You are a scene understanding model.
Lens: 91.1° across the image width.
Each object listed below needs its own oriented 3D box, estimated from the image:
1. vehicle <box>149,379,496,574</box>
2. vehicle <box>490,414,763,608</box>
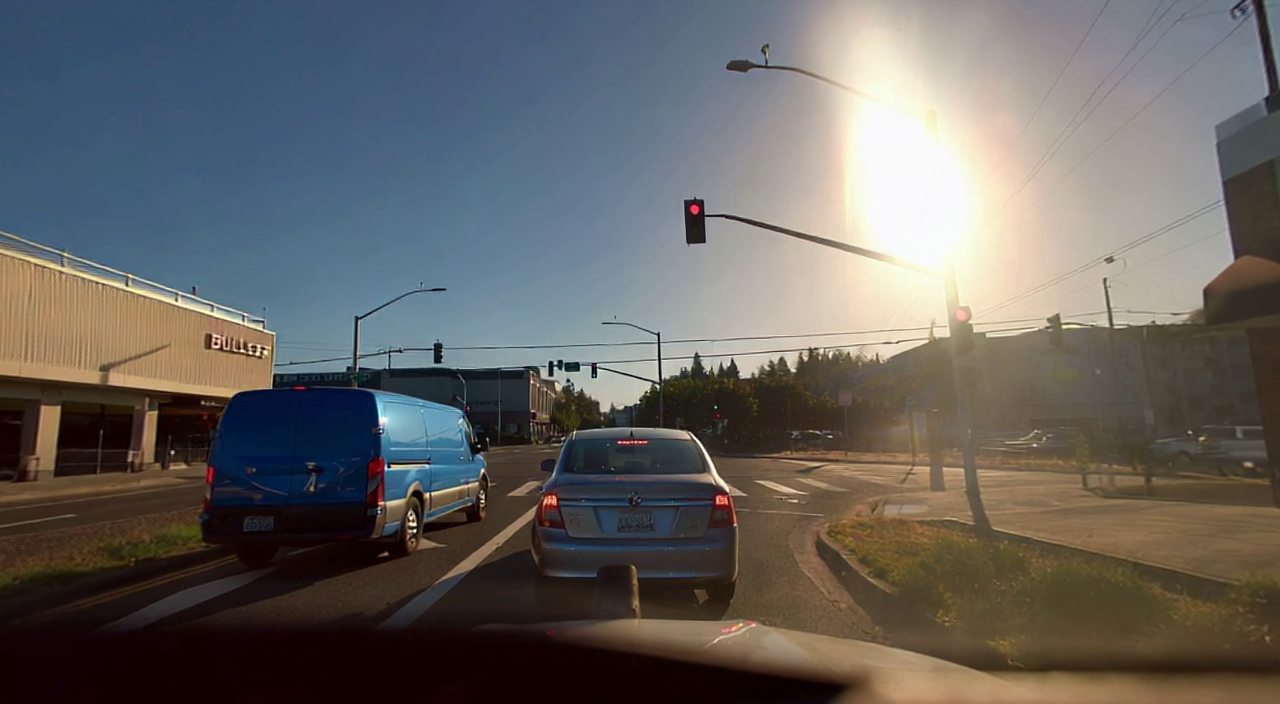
[{"bbox_3d":[-3.573,1.506,8.520,2.076,1.820,5.100,0,-8,-1],"label":"vehicle"},{"bbox_3d":[-0.109,1.467,6.791,2.064,1.452,3.942,0,-8,0],"label":"vehicle"}]
